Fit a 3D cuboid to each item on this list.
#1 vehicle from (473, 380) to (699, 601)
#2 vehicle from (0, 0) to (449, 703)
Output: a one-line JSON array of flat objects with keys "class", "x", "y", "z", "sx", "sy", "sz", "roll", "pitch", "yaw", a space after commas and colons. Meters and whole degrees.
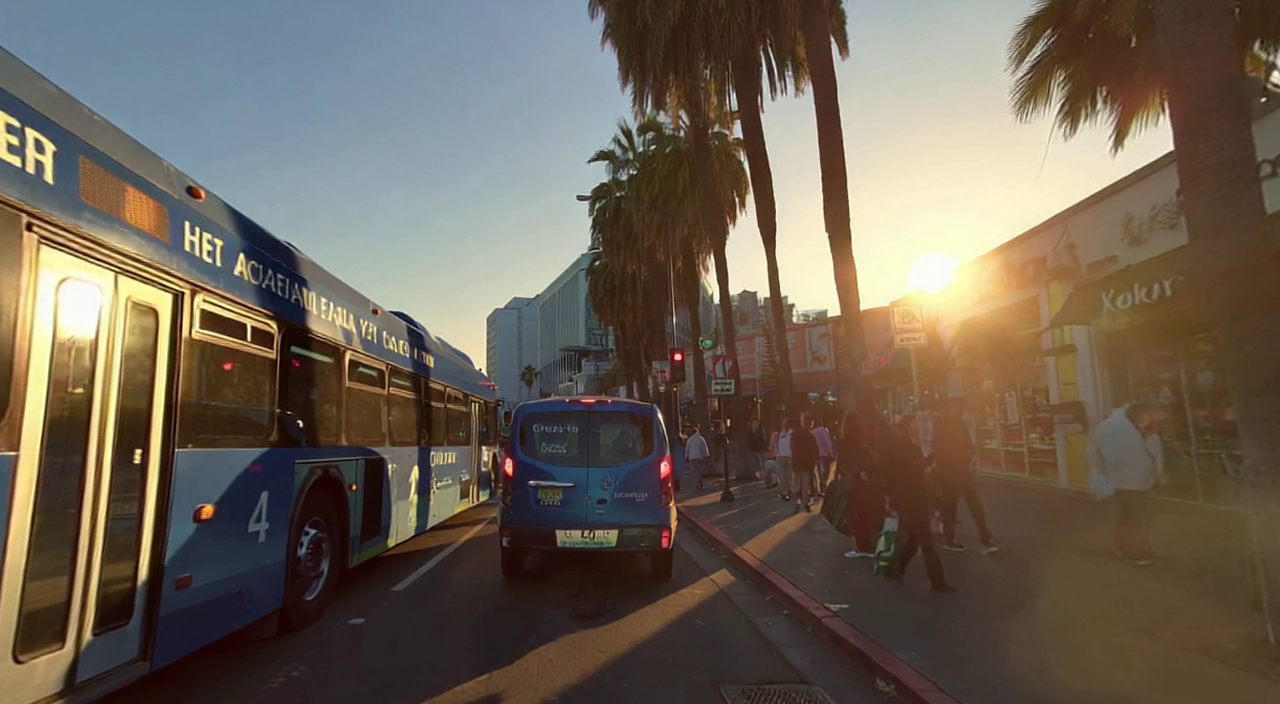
[{"class": "vehicle", "x": -0.790, "y": 1.528, "z": 7.798, "sx": 2.002, "sy": 1.907, "sz": 4.211, "roll": 1, "pitch": -9, "yaw": -9}, {"class": "vehicle", "x": -3.805, "y": 0.195, "z": 3.299, "sx": 2.863, "sy": 3.233, "sz": 11.573, "roll": 1, "pitch": -8, "yaw": -4}]
